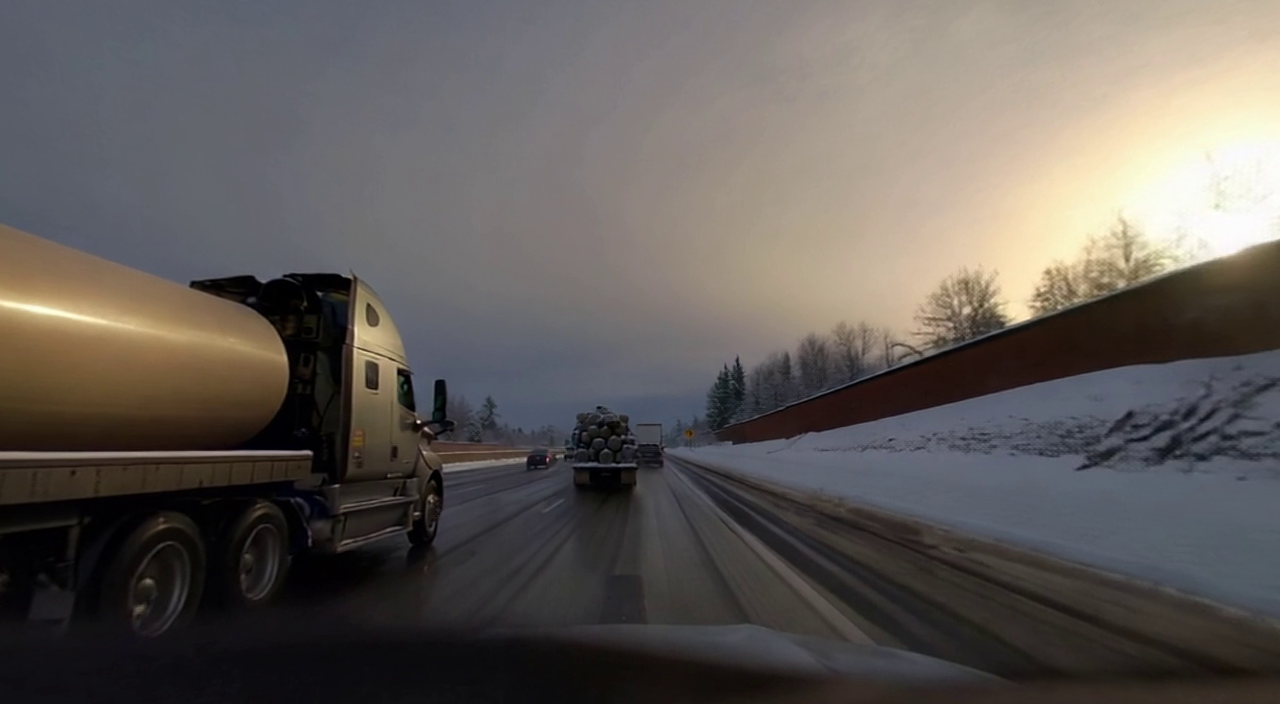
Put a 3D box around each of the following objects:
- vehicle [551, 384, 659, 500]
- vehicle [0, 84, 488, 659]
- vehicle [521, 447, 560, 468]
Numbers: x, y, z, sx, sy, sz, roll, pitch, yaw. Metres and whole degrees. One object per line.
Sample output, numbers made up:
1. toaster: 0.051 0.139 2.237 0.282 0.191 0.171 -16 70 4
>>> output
1. vehicle: -1.494 3.019 21.188 2.798 3.071 8.412 1 -8 -9
2. vehicle: -4.073 0.435 7.251 2.998 3.992 5.800 0 -8 1
3. vehicle: -7.187 7.683 46.077 2.006 1.458 4.700 0 -8 1
